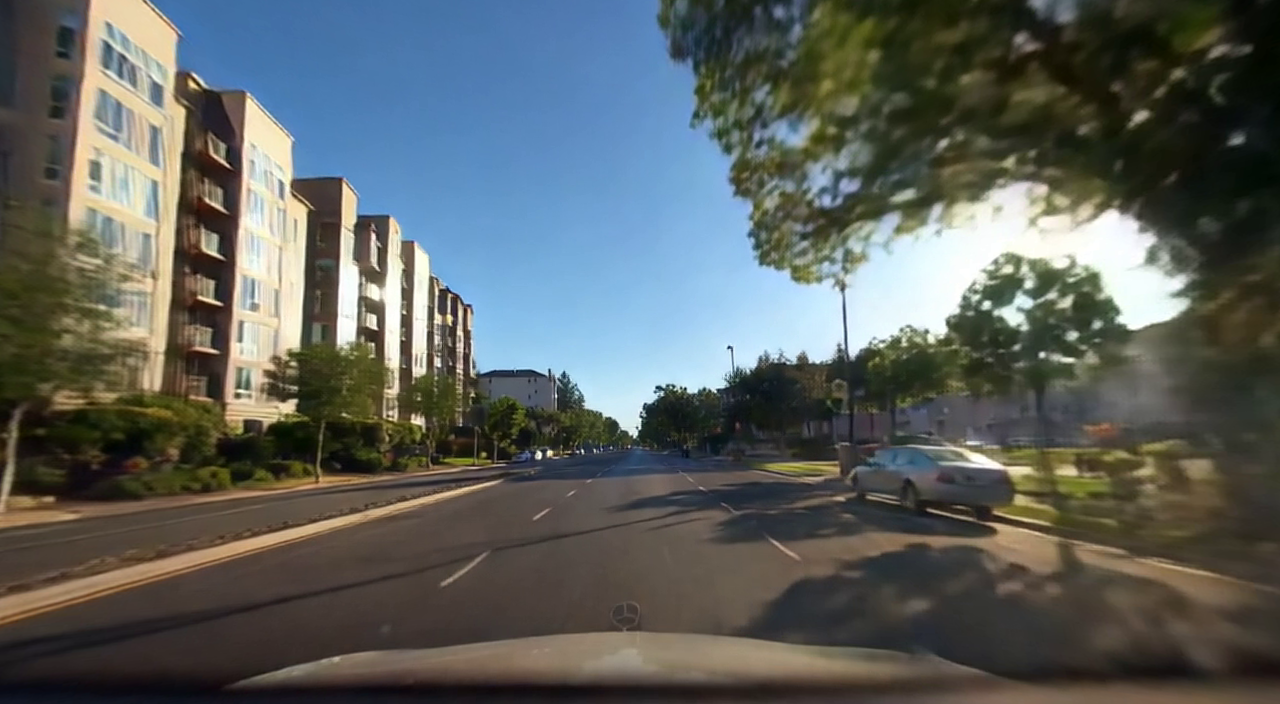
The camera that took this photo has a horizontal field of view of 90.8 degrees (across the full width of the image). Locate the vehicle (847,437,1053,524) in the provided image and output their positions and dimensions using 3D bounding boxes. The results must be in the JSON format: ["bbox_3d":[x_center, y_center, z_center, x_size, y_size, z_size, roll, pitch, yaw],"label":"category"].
[{"bbox_3d":[6.334,2.650,13.669,1.948,1.526,4.518,0,-9,-3],"label":"vehicle"}]
